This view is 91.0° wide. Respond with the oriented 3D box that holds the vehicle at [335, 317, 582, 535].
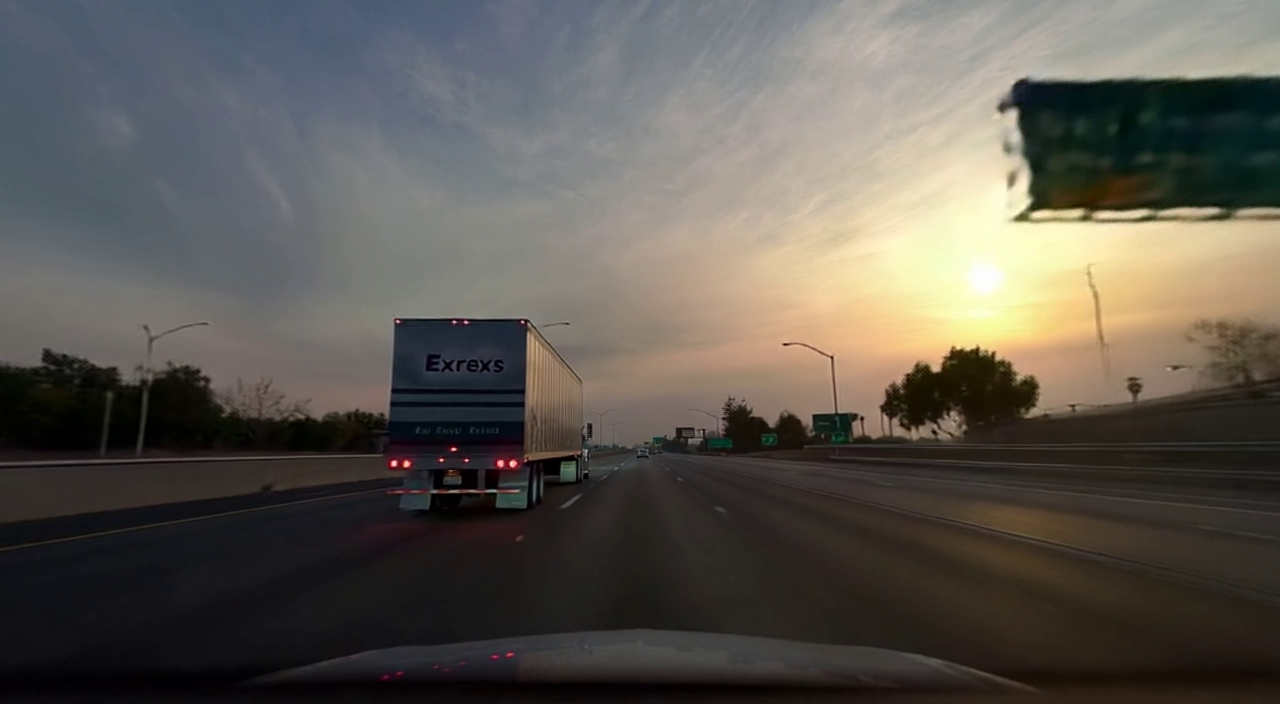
[{"bbox_3d":[-3.239,1.783,14.196,2.922,3.458,8.360,0,-9,1],"label":"vehicle"}]
